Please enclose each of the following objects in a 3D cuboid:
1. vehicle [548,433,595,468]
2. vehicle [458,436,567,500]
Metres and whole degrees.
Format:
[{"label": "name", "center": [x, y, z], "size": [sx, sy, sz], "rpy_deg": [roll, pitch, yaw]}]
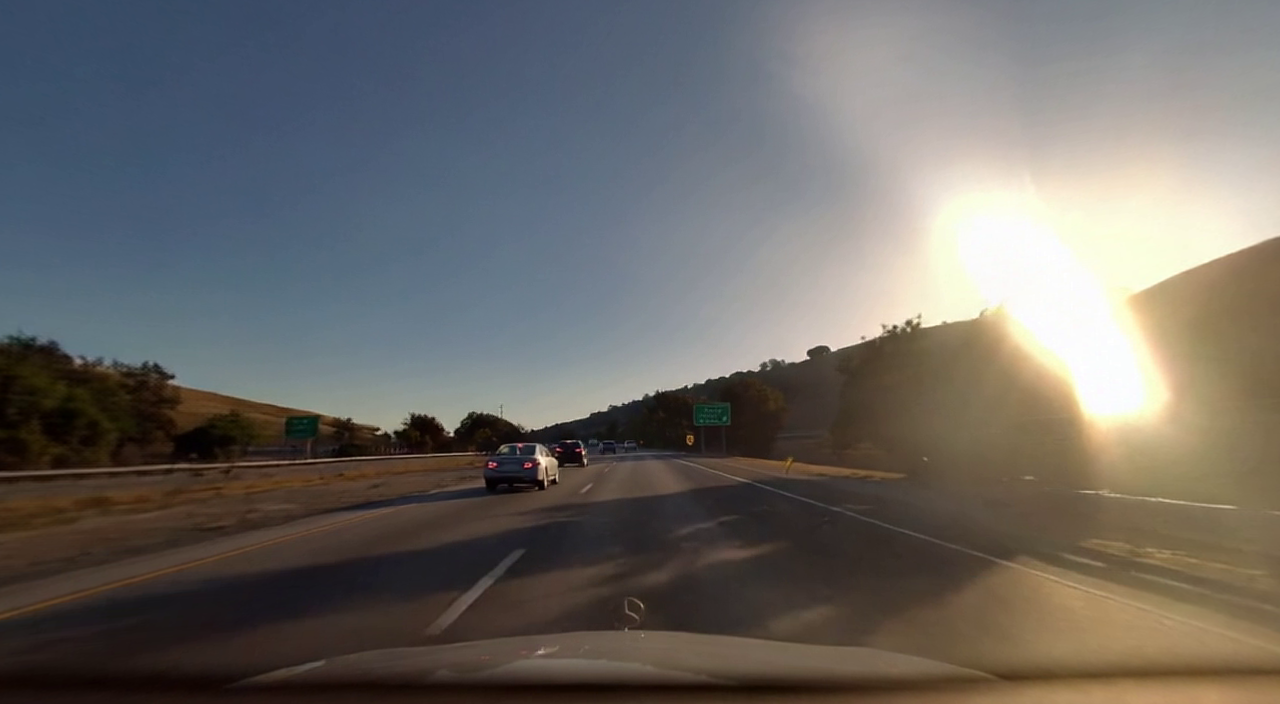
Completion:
[{"label": "vehicle", "center": [-3.894, 5.712, 36.498], "size": [2.177, 1.852, 4.427], "rpy_deg": [0, -9, 1]}, {"label": "vehicle", "center": [-3.377, 3.185, 17.682], "size": [2.044, 1.527, 4.607], "rpy_deg": [0, -9, 0]}]
